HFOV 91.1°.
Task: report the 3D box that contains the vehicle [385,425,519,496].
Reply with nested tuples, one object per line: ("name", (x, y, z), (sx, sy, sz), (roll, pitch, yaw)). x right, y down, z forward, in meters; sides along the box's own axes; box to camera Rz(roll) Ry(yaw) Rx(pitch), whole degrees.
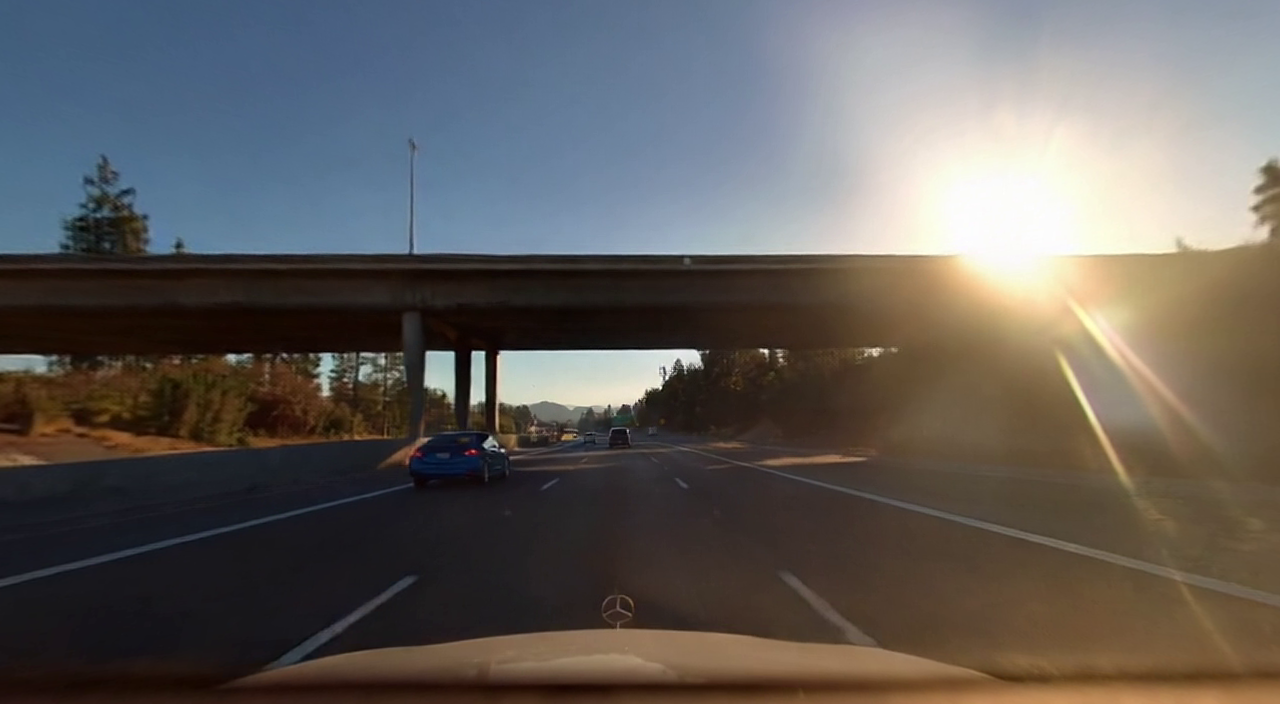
("vehicle", (-4.521, 2.670, 15.952), (2.017, 1.537, 4.496), (0, -8, 0))

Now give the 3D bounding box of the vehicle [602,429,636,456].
("vehicle", (-1.314, 5.938, 41.368), (2.116, 1.625, 4.004), (0, -8, 0))
